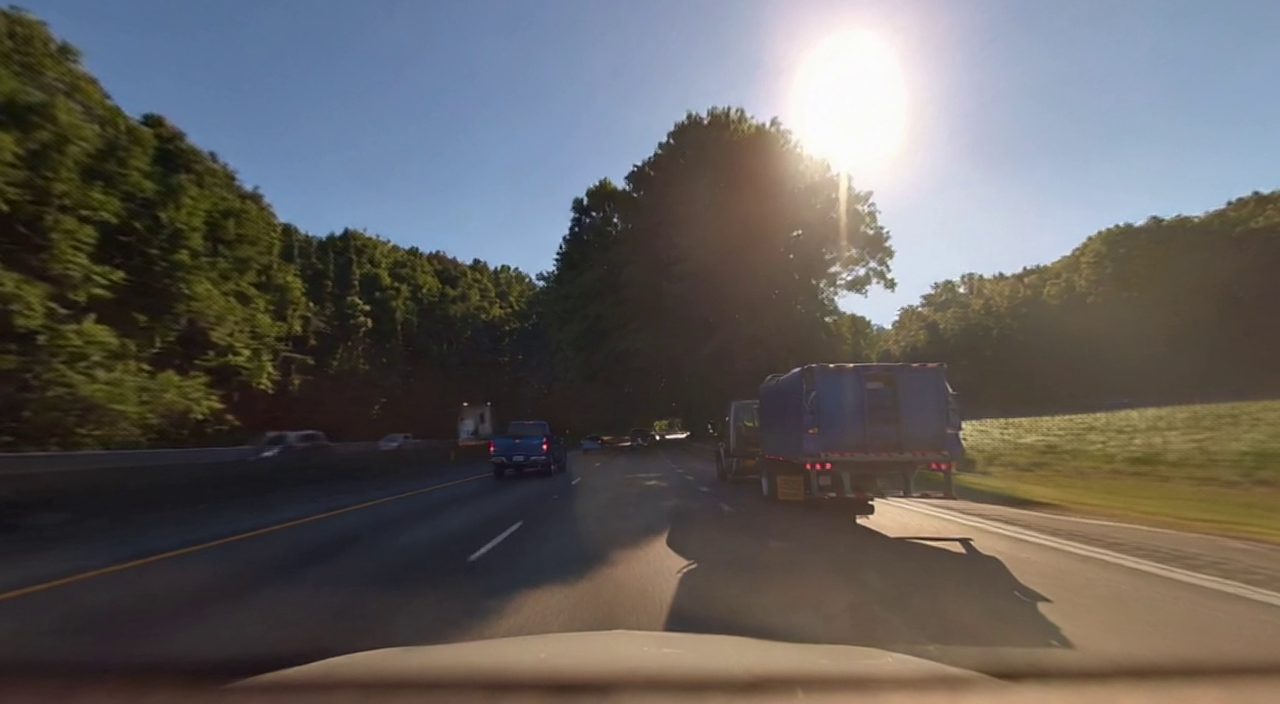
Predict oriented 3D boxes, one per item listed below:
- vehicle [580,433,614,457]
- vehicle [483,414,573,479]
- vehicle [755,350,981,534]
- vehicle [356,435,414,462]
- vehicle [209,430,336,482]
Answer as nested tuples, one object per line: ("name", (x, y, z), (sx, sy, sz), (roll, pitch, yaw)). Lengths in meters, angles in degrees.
("vehicle", (-2.967, 6.534, 44.268), (2.008, 1.588, 4.147), (0, -8, 1))
("vehicle", (-3.684, 3.210, 21.675), (2.204, 1.991, 4.720), (0, -8, 0))
("vehicle", (3.554, 1.516, 10.882), (2.256, 2.568, 4.049), (0, -8, -1))
("vehicle", (-15.085, 5.709, 37.464), (1.773, 1.509, 3.815), (0, -8, 1))
("vehicle", (-12.441, 3.504, 21.690), (1.873, 1.595, 4.120), (0, -8, 0))
